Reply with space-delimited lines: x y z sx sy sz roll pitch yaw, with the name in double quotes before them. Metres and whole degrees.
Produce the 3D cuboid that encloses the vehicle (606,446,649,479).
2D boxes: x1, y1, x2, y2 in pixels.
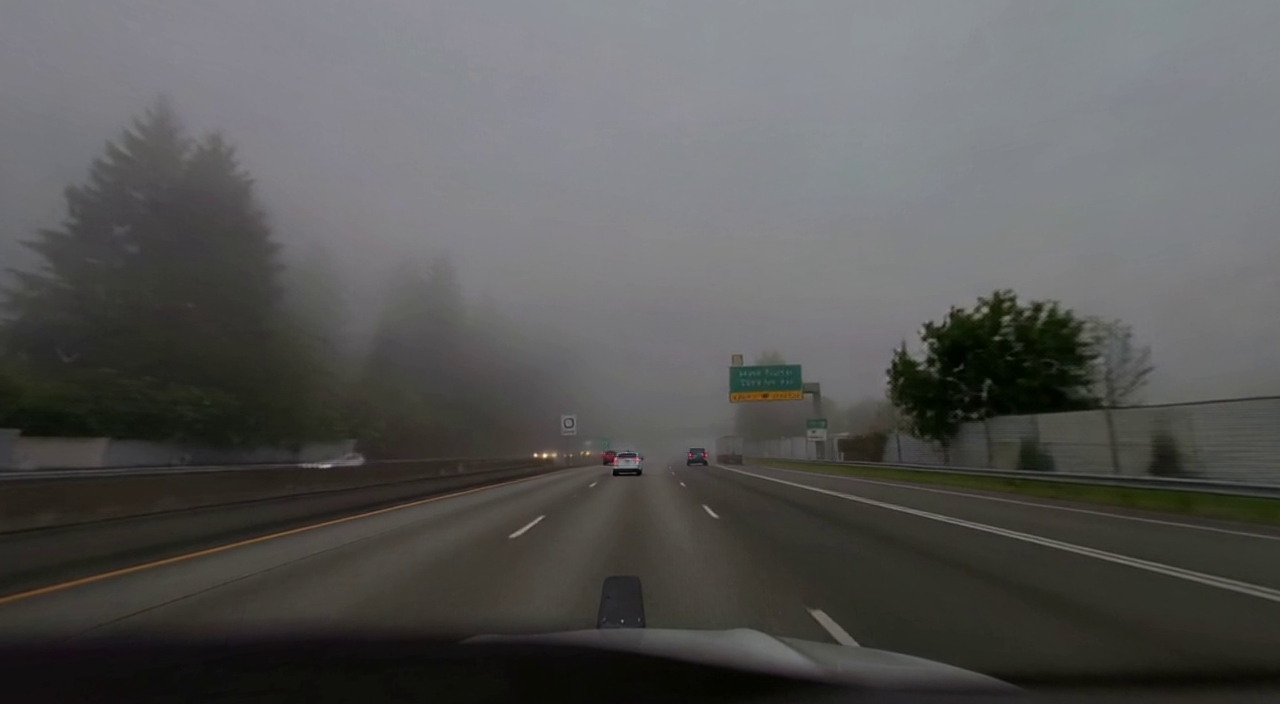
"vehicle" -0.568 5.582 32.064 2.035 1.513 4.272 0 -9 1
